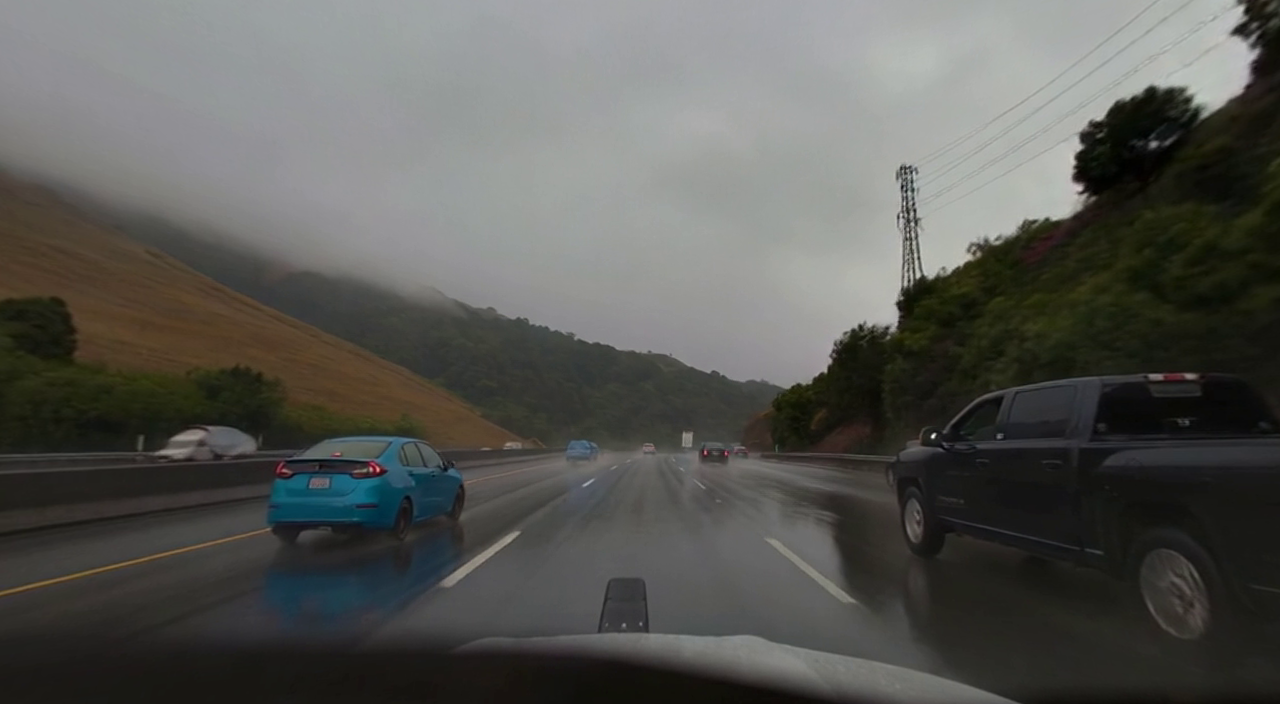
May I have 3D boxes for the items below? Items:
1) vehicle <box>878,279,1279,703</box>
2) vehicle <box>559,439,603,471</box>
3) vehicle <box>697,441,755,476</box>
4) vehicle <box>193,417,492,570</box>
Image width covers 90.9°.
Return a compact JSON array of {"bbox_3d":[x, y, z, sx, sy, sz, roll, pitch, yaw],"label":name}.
[{"bbox_3d":[3.516,0.904,3.846,2.098,1.925,5.171,0,-9,0],"label":"vehicle"},{"bbox_3d":[-3.340,5.920,36.383,2.021,1.679,4.310,-1,-9,2],"label":"vehicle"},{"bbox_3d":[3.884,4.905,29.197,2.046,1.471,4.333,0,-9,0],"label":"vehicle"},{"bbox_3d":[-3.777,1.883,9.182,2.113,1.636,4.494,0,-9,1],"label":"vehicle"}]
